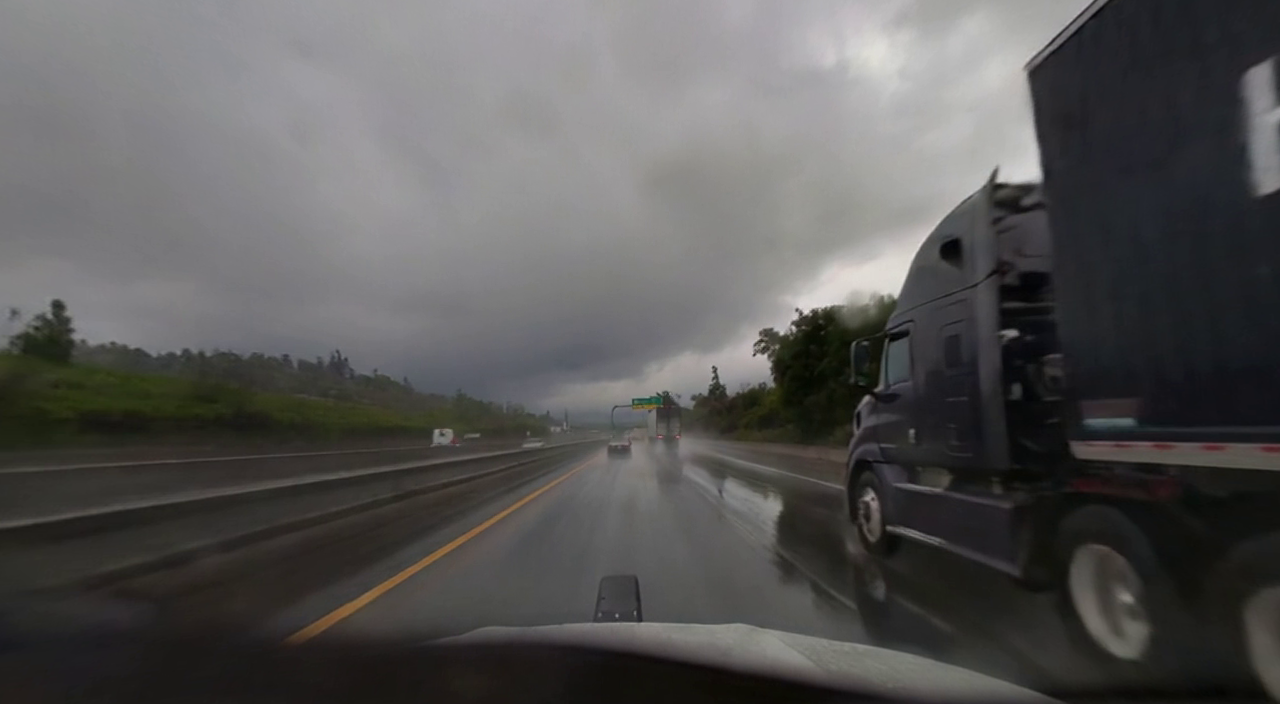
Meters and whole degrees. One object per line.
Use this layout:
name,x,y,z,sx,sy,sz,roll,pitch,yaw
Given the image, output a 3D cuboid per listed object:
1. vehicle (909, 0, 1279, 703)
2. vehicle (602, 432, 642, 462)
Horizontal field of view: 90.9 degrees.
vehicle,4.101,-0.410,1.152,2.955,3.940,9.037,0,-8,-2
vehicle,-0.979,5.246,35.047,2.095,1.557,3.963,0,-8,-1
